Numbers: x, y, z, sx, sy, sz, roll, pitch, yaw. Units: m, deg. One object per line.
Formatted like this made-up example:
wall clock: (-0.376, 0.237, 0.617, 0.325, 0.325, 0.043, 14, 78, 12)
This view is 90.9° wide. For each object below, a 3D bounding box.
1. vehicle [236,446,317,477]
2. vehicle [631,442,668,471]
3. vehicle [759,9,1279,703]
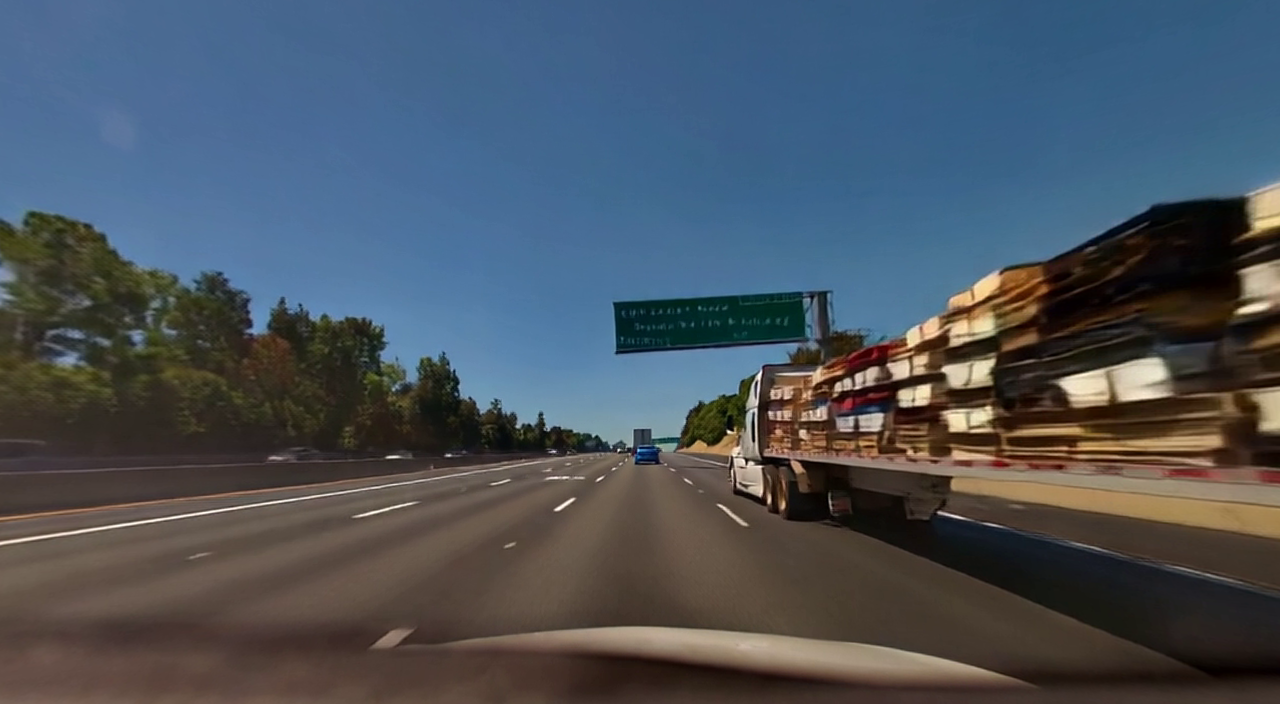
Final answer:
vehicle: (-21.590, 6.502, 37.727, 1.992, 1.665, 4.678, 0, -8, 1)
vehicle: (0.516, 5.994, 36.445, 2.042, 1.528, 4.300, 0, -8, 0)
vehicle: (4.259, 0.590, 5.928, 2.917, 3.179, 18.723, 0, -8, 1)
